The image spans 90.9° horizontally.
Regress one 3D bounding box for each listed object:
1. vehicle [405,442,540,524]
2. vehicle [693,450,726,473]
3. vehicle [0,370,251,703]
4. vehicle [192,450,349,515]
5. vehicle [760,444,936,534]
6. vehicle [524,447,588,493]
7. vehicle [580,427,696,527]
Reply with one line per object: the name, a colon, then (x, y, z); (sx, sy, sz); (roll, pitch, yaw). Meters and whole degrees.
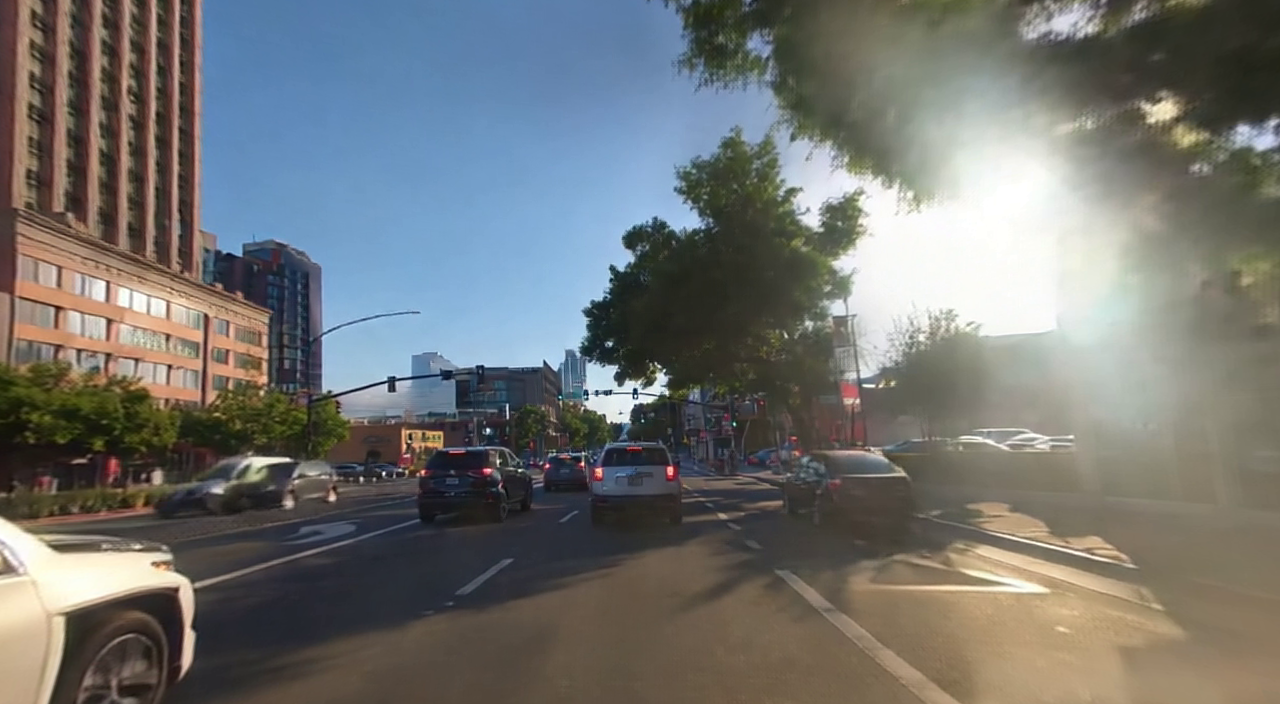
vehicle: (-3.699, 2.945, 14.762); (1.886, 1.599, 4.247); (0, -9, 1)
vehicle: (4.966, 7.704, 44.640); (1.878, 1.526, 4.736); (-2, -9, 12)
vehicle: (-3.342, 0.751, 1.425); (1.975, 1.624, 4.481); (0, -9, 1)
vehicle: (-11.312, 3.986, 19.799); (2.103, 1.755, 4.551); (0, -9, 1)
vehicle: (3.885, 2.623, 12.769); (1.986, 1.457, 4.566); (0, -9, -1)
vehicle: (-3.234, 4.591, 24.957); (1.894, 1.642, 3.861); (0, -9, 1)
vehicle: (-0.013, 2.553, 13.360); (2.075, 1.770, 4.018); (0, -9, 1)
